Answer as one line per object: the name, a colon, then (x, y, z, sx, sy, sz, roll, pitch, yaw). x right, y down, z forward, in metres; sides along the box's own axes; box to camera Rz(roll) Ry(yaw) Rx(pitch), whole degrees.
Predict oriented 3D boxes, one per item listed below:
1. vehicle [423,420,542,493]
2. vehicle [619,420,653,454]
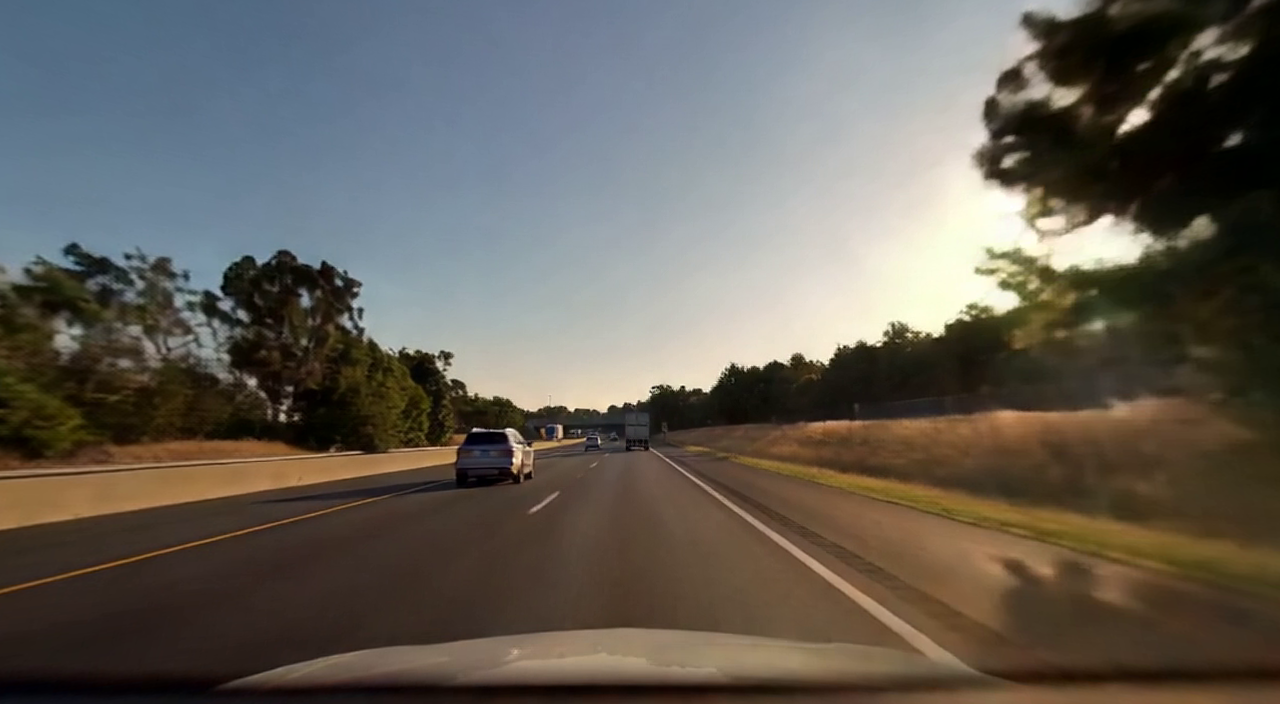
vehicle: (-3.952, 2.680, 16.617, 2.045, 1.655, 4.301, 0, -8, 0)
vehicle: (-0.318, 6.570, 48.684, 2.526, 2.531, 5.026, 0, -8, -1)
